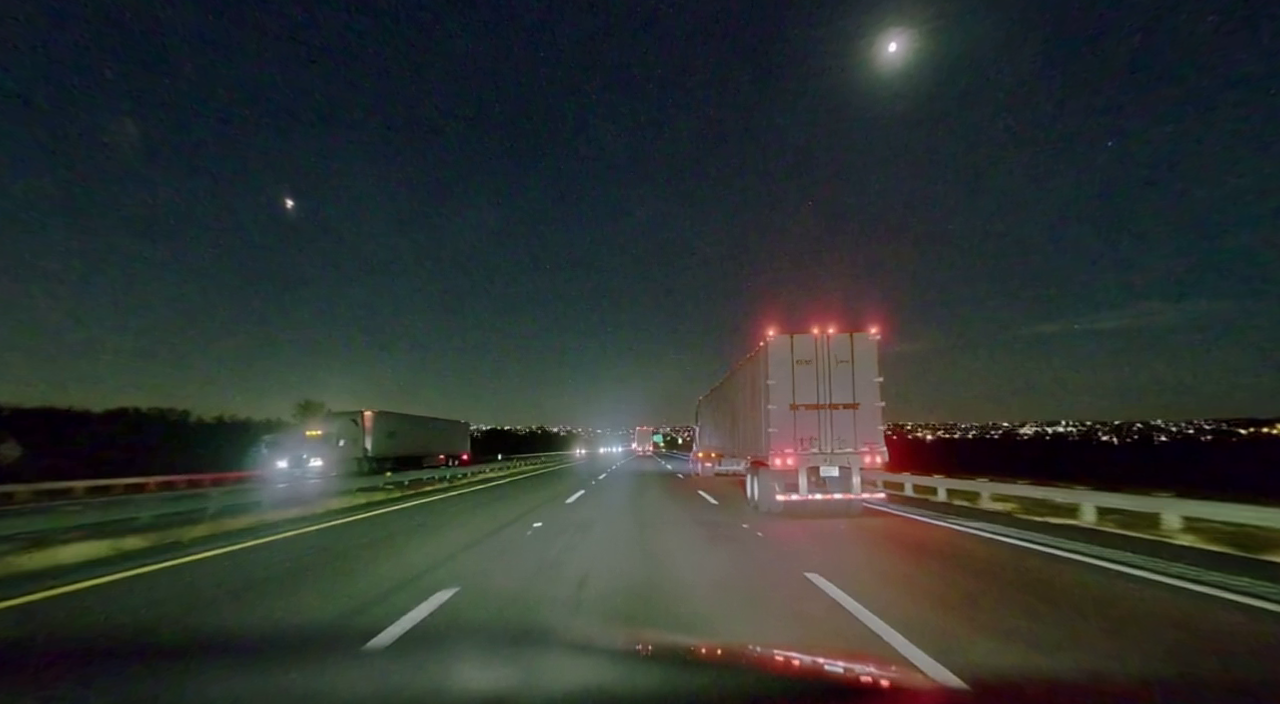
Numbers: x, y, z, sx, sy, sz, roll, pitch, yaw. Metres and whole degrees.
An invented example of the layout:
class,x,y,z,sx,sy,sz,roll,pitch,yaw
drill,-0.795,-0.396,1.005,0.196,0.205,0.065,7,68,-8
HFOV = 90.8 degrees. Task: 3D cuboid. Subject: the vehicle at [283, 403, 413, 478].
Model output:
class,x,y,z,sx,sy,sz,roll,pitch,yaw
vehicle,-17.345,5.470,38.651,2.964,3.929,10.326,0,-9,0
